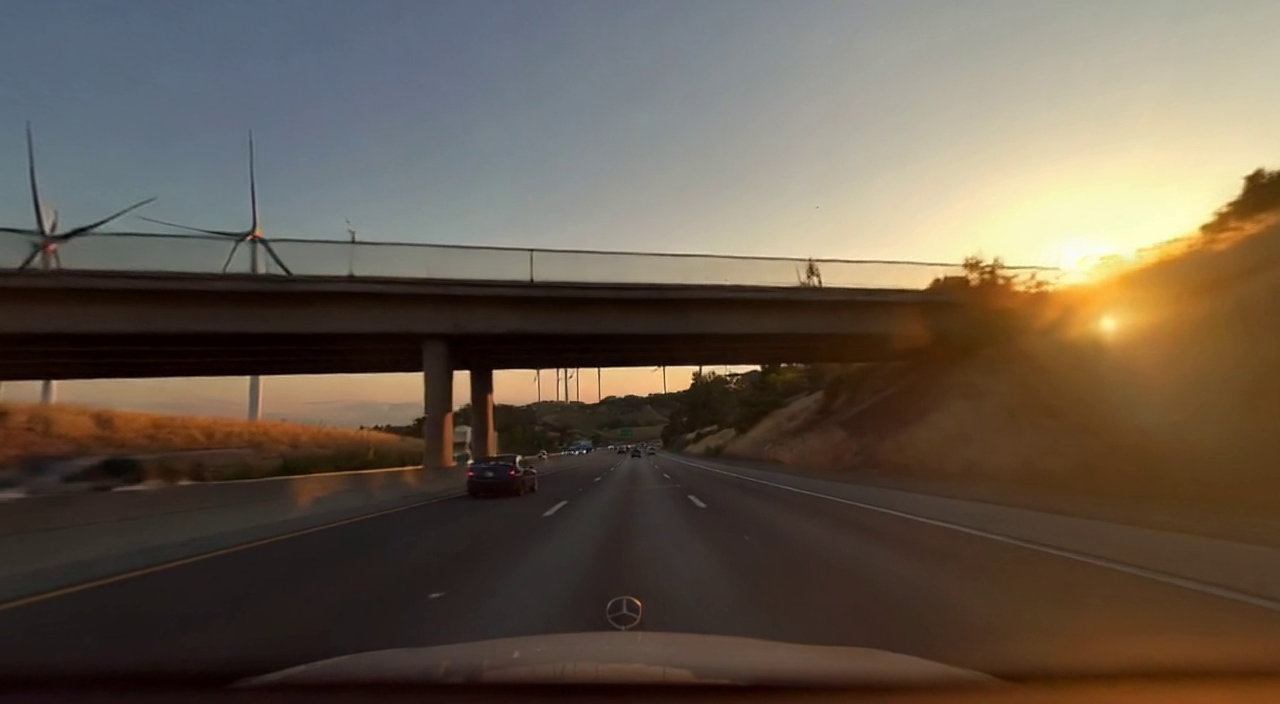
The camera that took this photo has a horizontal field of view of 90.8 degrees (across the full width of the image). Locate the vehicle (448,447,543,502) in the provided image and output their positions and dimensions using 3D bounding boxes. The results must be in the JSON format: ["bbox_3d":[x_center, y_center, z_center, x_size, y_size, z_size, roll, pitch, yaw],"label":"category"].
[{"bbox_3d":[-4.268,3.670,19.337,1.921,1.481,4.120,0,-9,0],"label":"vehicle"}]
